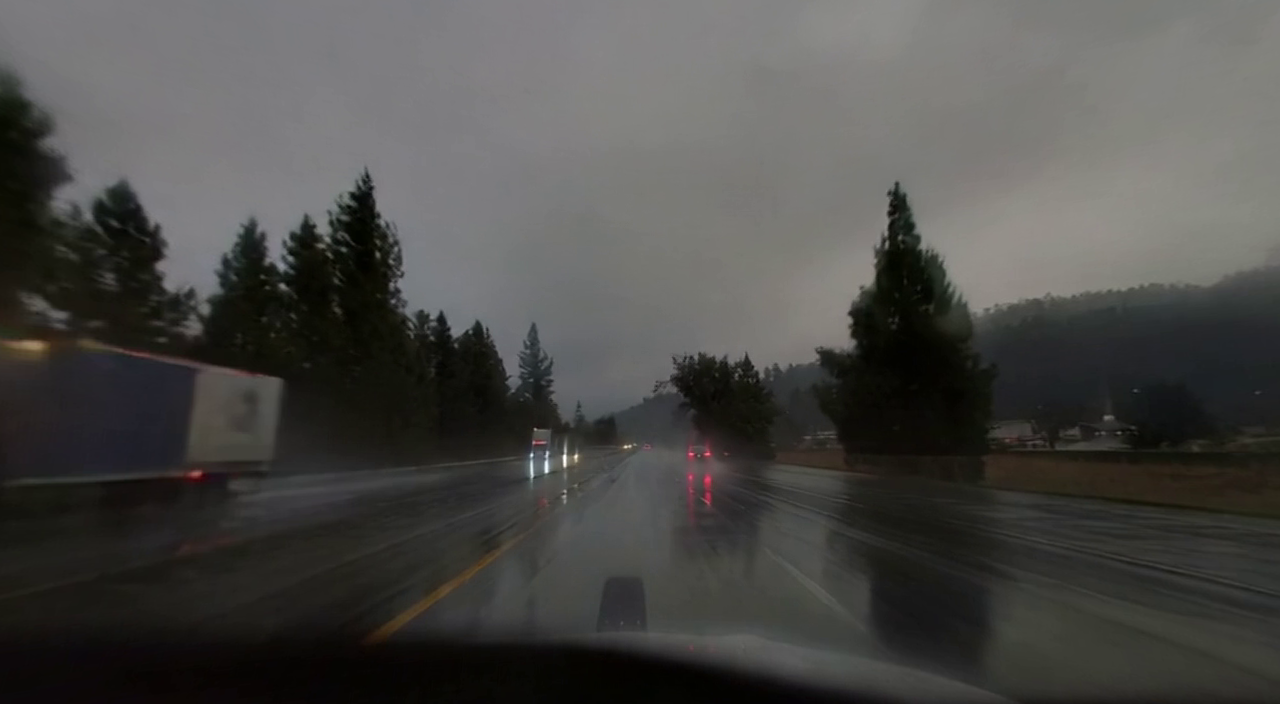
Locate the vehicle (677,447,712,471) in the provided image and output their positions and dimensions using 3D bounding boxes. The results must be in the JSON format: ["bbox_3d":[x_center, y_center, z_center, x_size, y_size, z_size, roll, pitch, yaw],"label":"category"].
[{"bbox_3d":[3.697,7.357,43.599,2.013,1.584,3.995,0,-9,-1],"label":"vehicle"}]
